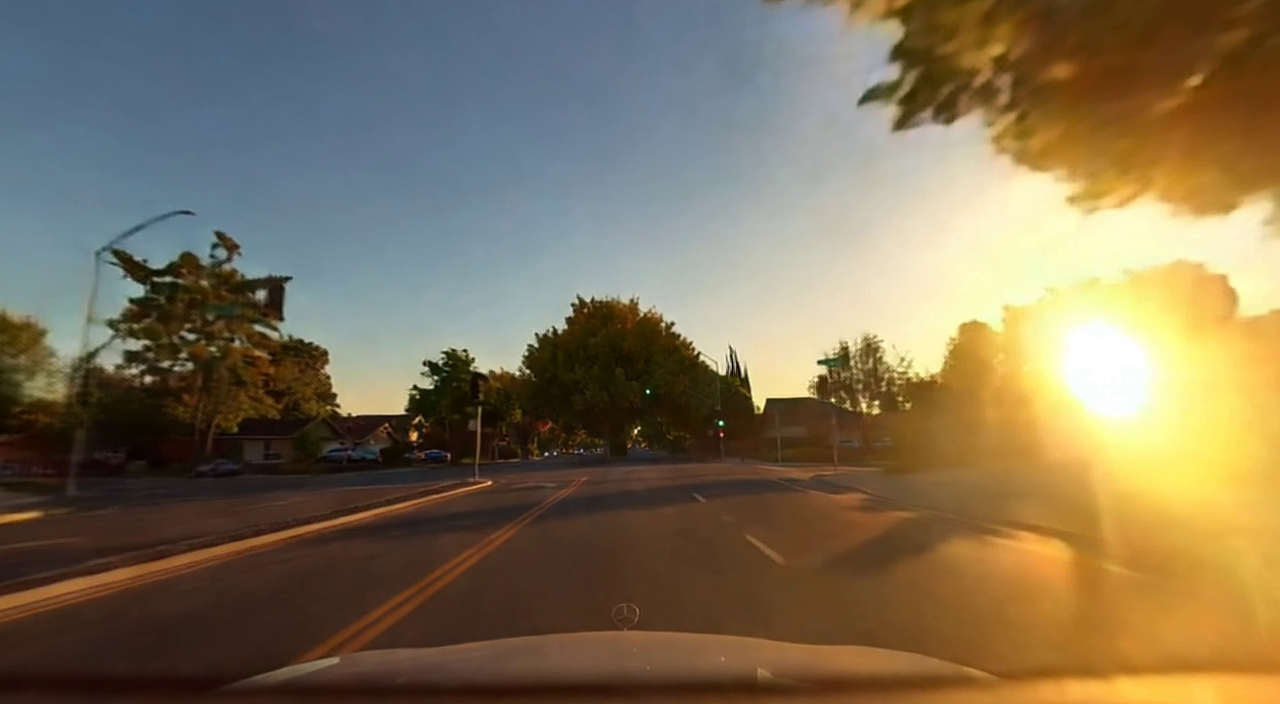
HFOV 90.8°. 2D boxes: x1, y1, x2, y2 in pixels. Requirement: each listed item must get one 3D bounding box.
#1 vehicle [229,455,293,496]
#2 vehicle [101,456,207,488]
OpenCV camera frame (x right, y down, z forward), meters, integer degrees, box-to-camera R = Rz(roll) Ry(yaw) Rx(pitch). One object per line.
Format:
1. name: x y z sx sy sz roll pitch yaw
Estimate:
1. vehicle: -16.084 5.225 27.043 2.018 1.500 4.433 4 -10 -27
2. vehicle: -27.589 6.798 35.921 4.676 1.704 2.031 -2 -9 10
